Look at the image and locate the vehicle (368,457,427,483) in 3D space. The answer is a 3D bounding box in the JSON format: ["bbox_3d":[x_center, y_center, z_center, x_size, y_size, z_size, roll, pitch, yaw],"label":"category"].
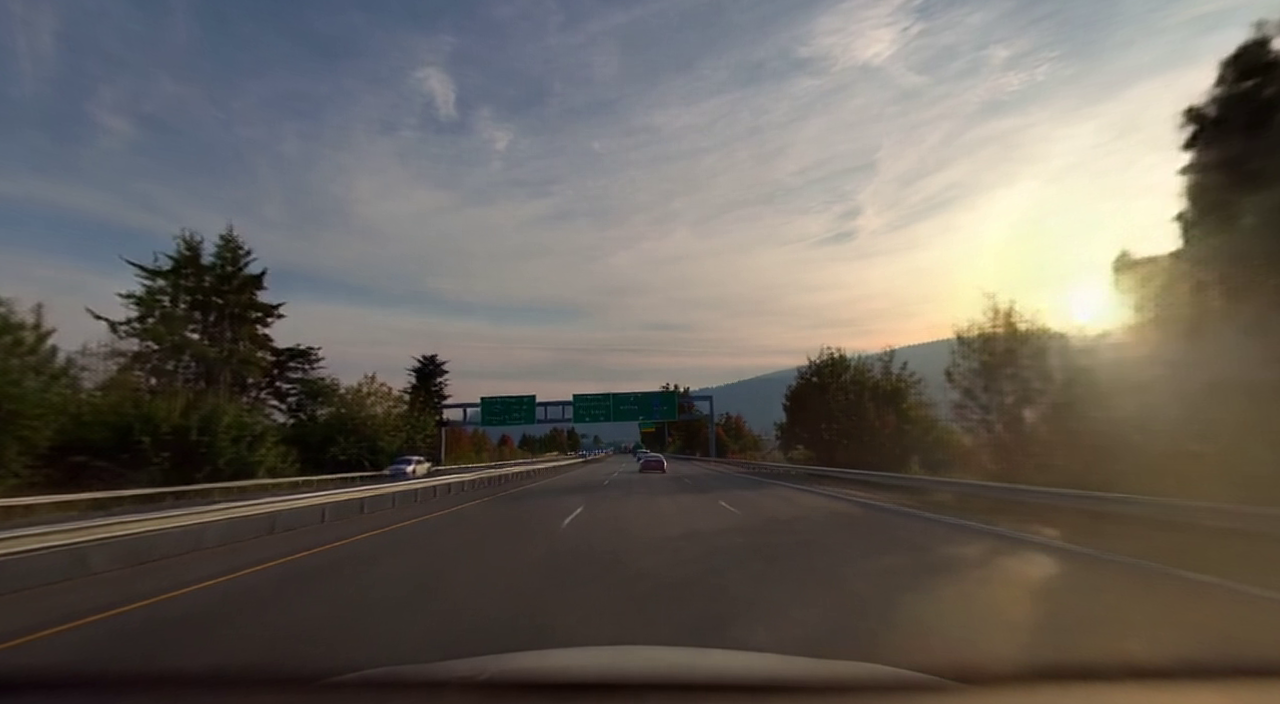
[{"bbox_3d":[-17.180,8.374,44.959,2.335,1.694,4.933,0,-9,-1],"label":"vehicle"}]

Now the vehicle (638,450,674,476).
[{"bbox_3d":[0.917,6.706,38.290,2.036,1.457,3.471,0,-9,-1],"label":"vehicle"}]
